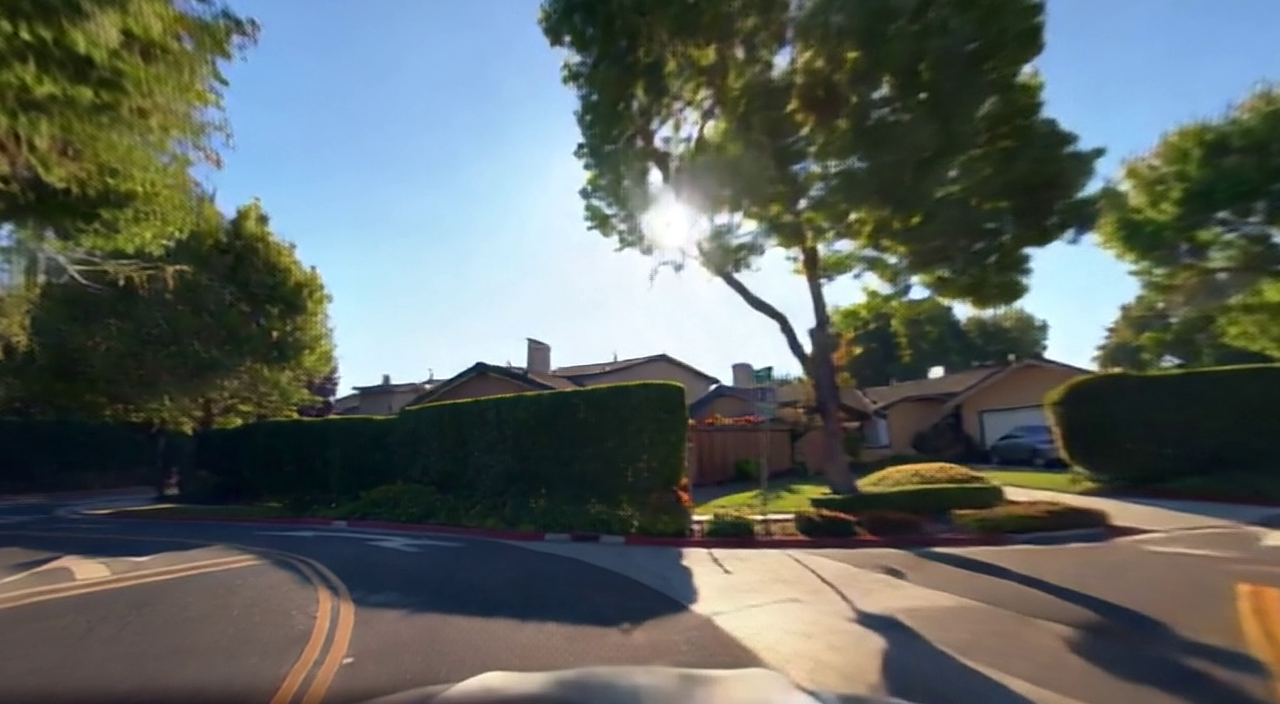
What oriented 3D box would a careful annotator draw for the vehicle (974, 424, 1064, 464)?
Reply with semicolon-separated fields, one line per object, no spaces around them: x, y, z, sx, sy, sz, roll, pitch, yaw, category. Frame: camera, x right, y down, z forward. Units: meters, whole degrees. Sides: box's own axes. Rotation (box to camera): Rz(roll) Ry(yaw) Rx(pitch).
15.958;3.919;26.759;1.802;1.548;3.501;-1;-9;5;vehicle
